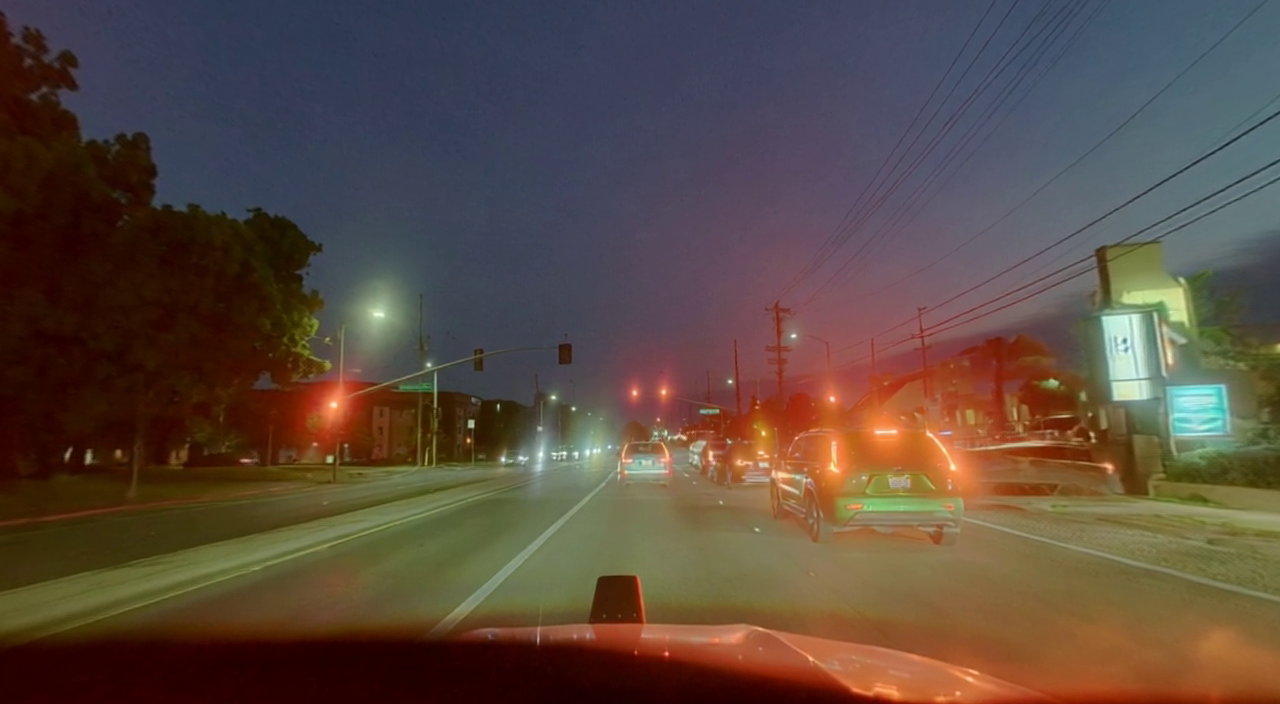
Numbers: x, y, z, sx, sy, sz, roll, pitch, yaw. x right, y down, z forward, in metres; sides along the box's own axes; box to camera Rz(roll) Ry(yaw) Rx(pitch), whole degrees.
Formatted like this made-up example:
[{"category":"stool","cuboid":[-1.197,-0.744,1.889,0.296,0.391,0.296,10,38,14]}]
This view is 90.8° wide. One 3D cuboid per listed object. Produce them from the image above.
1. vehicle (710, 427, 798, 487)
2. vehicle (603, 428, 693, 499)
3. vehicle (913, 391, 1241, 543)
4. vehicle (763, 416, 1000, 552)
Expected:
[{"category":"vehicle","cuboid":[3.711,3.547,21.548,2.060,1.789,4.712,0,-9,-1]},{"category":"vehicle","cuboid":[0.197,2.987,17.234,2.149,1.668,3.962,0,-9,0]},{"category":"vehicle","cuboid":[6.687,1.833,10.575,2.080,1.958,4.653,0,-9,-1]},{"category":"vehicle","cuboid":[3.328,1.910,9.812,1.998,1.620,4.267,0,-9,0]}]
